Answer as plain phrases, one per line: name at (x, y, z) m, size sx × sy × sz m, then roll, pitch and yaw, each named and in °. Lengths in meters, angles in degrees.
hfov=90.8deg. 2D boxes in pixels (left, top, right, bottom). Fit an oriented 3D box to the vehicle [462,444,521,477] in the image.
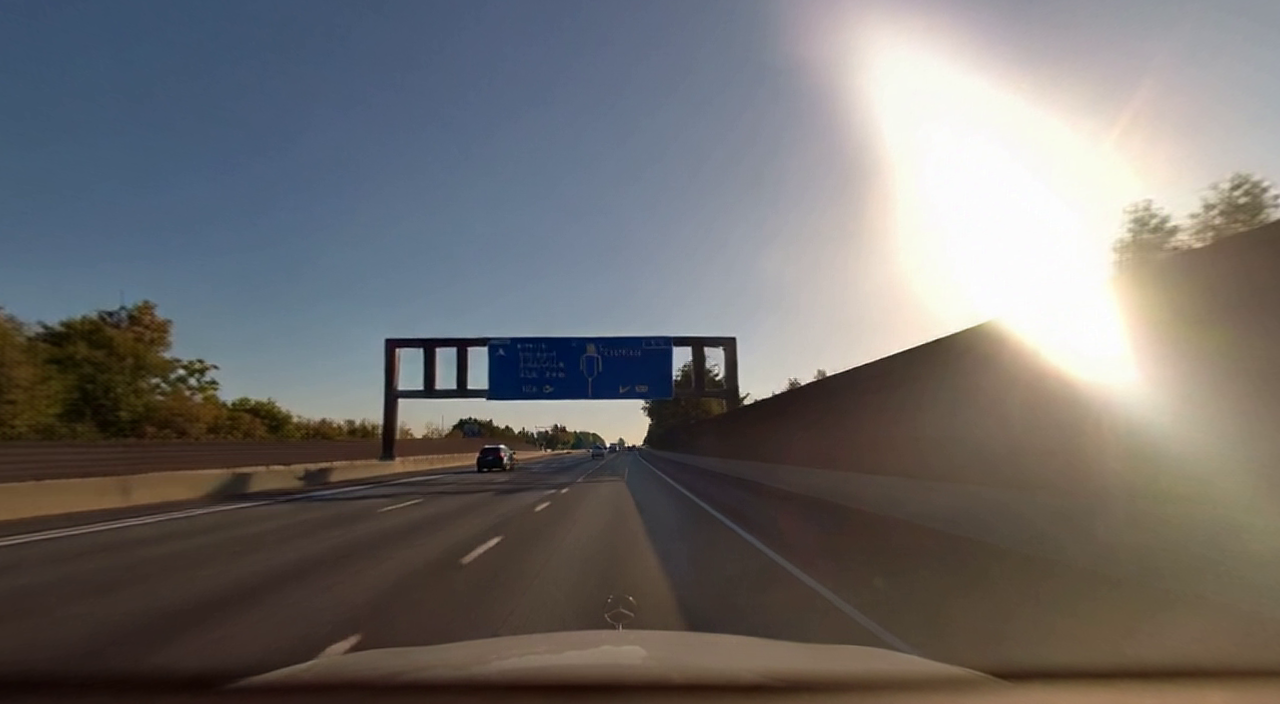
vehicle at (-7.795, 5.726, 33.572) m, size 2.098 × 1.606 × 4.227 m, roll 0°, pitch -9°, yaw 0°
